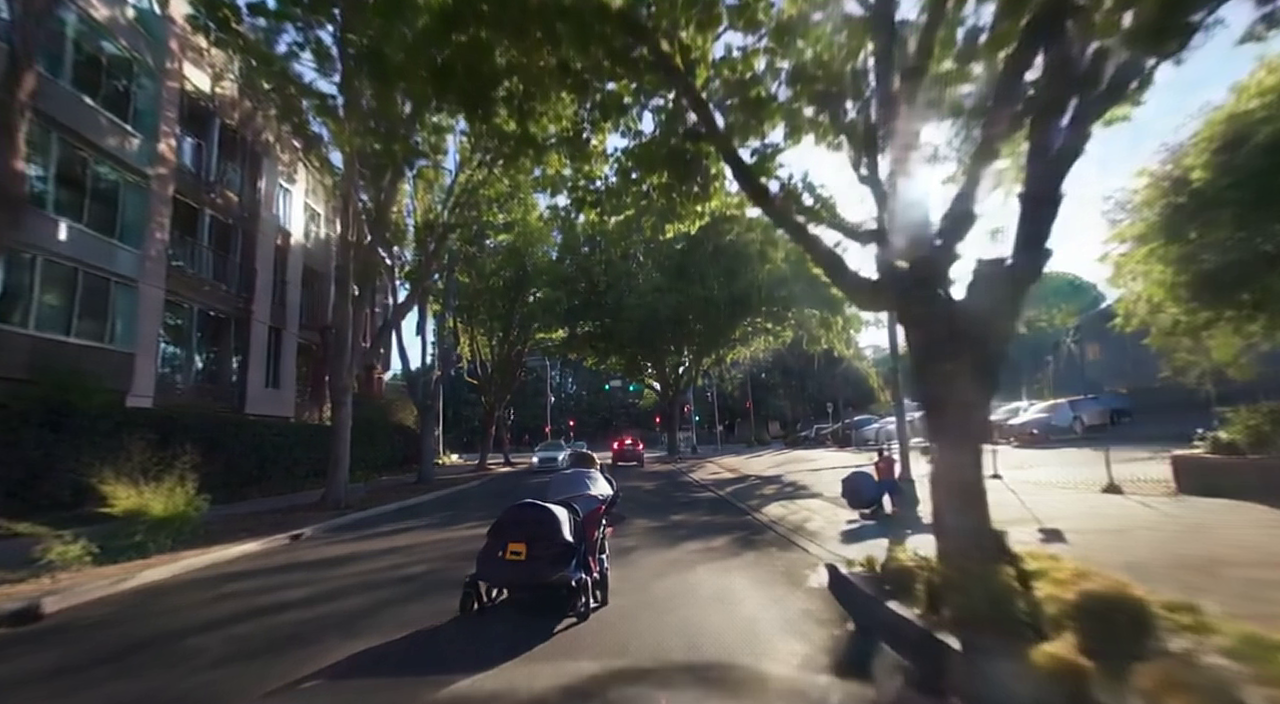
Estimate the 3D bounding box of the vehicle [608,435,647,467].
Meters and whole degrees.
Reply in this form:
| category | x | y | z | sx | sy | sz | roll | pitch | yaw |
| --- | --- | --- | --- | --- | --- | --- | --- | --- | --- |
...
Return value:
| category | x | y | z | sx | sy | sz | roll | pitch | yaw |
| --- | --- | --- | --- | --- | --- | --- | --- | --- | --- |
| vehicle | -0.653 | 5.651 | 36.106 | 2.142 | 1.686 | 3.816 | -1 | -8 | 1 |

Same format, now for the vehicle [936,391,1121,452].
| category | x | y | z | sx | sy | sz | roll | pitch | yaw |
| --- | --- | --- | --- | --- | --- | --- | --- | --- | --- |
| vehicle | 11.999 | 2.184 | 19.727 | 4.349 | 1.462 | 1.982 | -5 | -7 | 6 |

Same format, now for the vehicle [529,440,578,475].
| category | x | y | z | sx | sy | sz | roll | pitch | yaw |
| --- | --- | --- | --- | --- | --- | --- | --- | --- | --- |
| vehicle | -4.071 | 4.982 | 30.027 | 1.973 | 1.512 | 3.524 | 0 | -8 | -2 |
